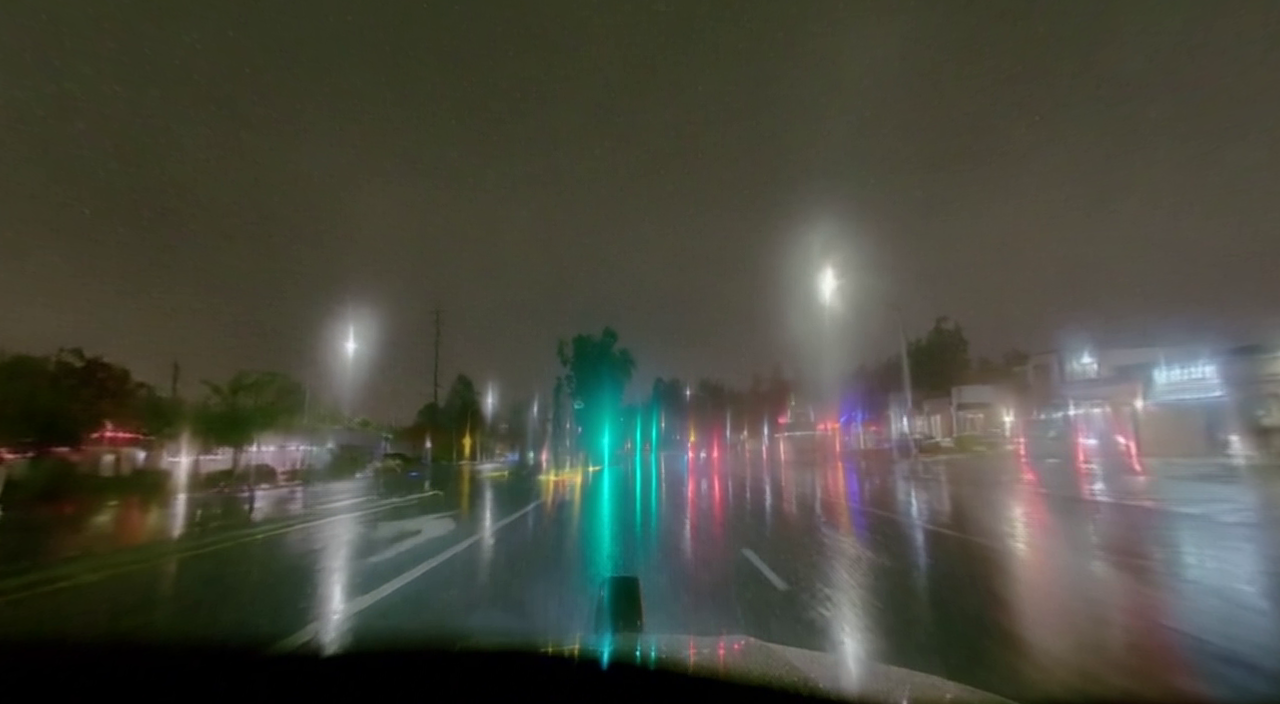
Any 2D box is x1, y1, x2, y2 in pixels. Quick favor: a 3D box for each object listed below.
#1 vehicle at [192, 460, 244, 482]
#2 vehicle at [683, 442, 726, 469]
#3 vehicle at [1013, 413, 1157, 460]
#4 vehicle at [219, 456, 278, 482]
[{"bbox_3d":[-31.698,8.956,47.554,1.738,1.466,3.540,1,-8,-5],"label":"vehicle"},{"bbox_3d":[3.587,5.811,35.808,1.929,1.411,4.284,0,-8,-1],"label":"vehicle"},{"bbox_3d":[19.827,3.859,28.618,2.247,1.917,5.791,0,-8,0],"label":"vehicle"},{"bbox_3d":[-28.973,8.638,46.898,1.943,1.647,4.077,-3,-9,-2],"label":"vehicle"}]
